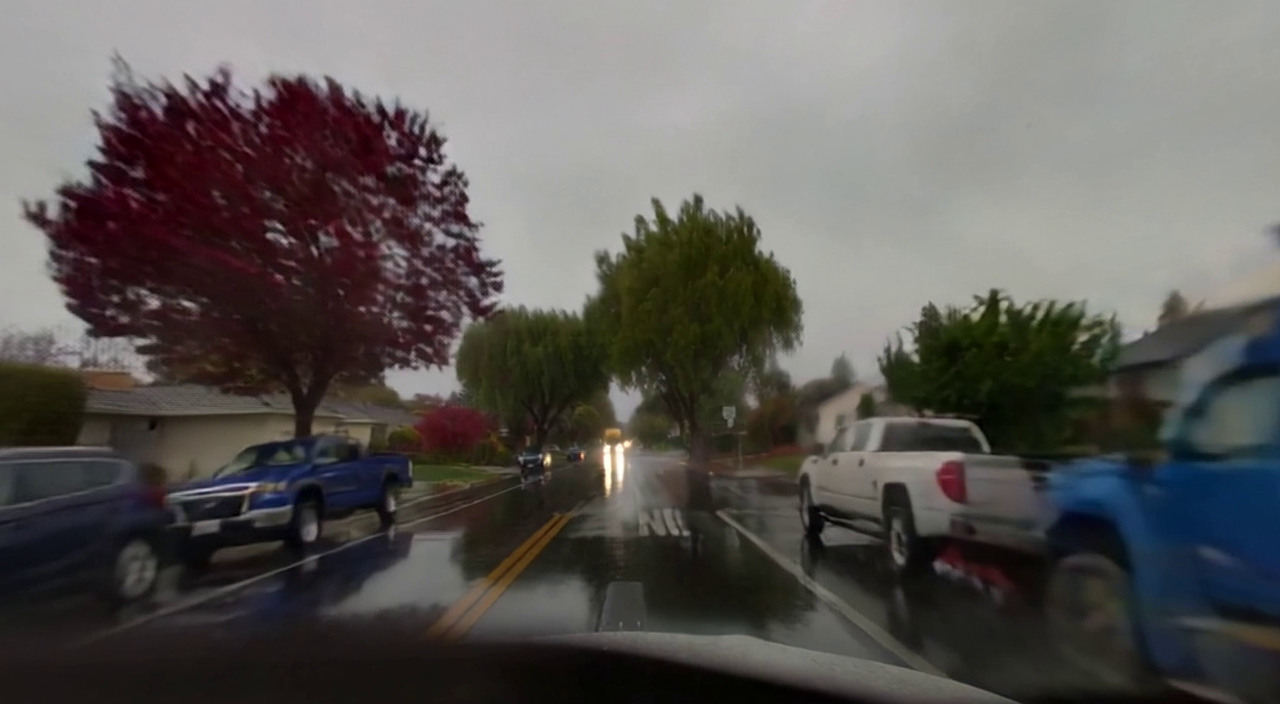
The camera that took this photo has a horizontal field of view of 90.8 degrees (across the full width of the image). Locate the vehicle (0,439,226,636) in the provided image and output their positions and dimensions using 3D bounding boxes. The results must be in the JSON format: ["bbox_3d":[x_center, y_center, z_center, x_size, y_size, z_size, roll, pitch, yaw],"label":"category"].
[{"bbox_3d":[-6.862,1.771,6.236,2.005,1.785,5.179,0,-9,0],"label":"vehicle"}]

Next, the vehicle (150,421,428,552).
[{"bbox_3d":[-6.557,2.576,12.983,2.302,2.059,5.758,0,-9,1],"label":"vehicle"}]

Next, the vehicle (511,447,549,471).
[{"bbox_3d":[-8.572,8.356,49.699,2.119,1.775,4.643,0,-9,1],"label":"vehicle"}]

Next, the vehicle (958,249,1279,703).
[{"bbox_3d":[3.446,0.559,1.545,2.332,2.044,5.695,0,-9,0],"label":"vehicle"}]
